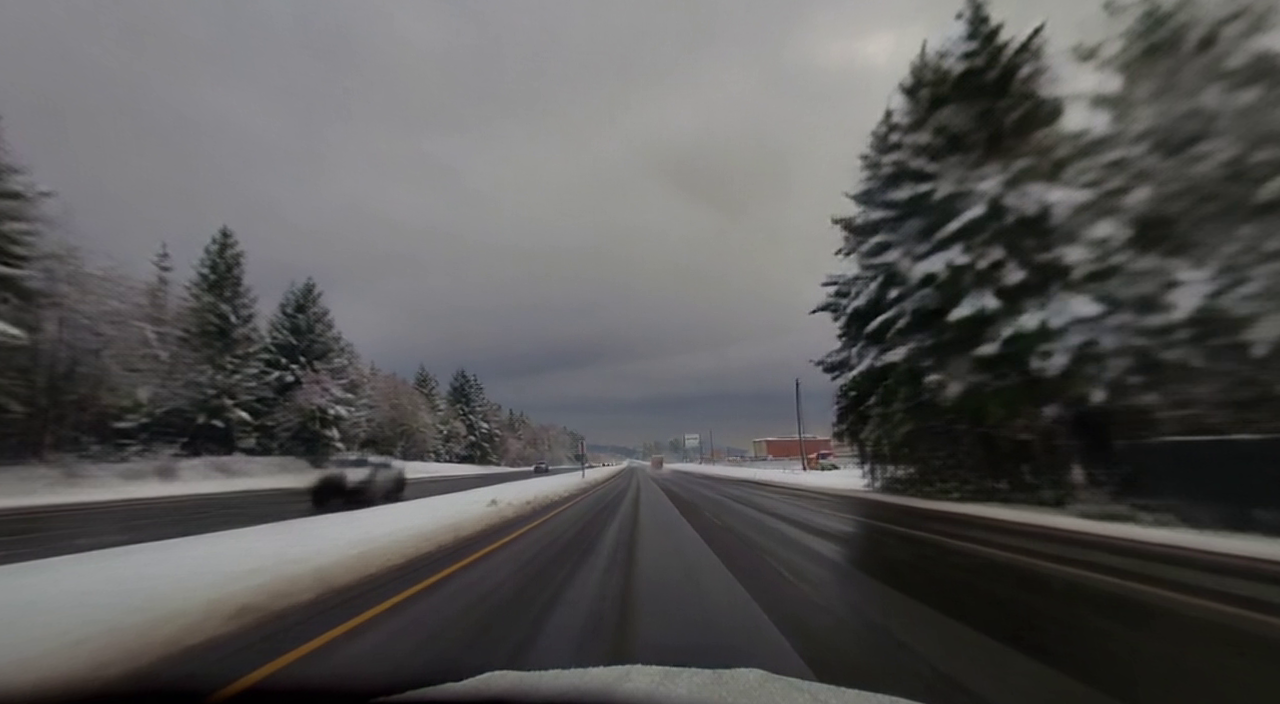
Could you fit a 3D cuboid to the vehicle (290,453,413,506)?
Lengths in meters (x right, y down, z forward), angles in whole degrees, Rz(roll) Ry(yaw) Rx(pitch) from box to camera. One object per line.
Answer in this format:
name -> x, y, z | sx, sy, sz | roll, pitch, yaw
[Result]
vehicle -> -9.256, 4.155, 20.730 | 1.938, 1.521, 4.459 | 1, -10, 0
